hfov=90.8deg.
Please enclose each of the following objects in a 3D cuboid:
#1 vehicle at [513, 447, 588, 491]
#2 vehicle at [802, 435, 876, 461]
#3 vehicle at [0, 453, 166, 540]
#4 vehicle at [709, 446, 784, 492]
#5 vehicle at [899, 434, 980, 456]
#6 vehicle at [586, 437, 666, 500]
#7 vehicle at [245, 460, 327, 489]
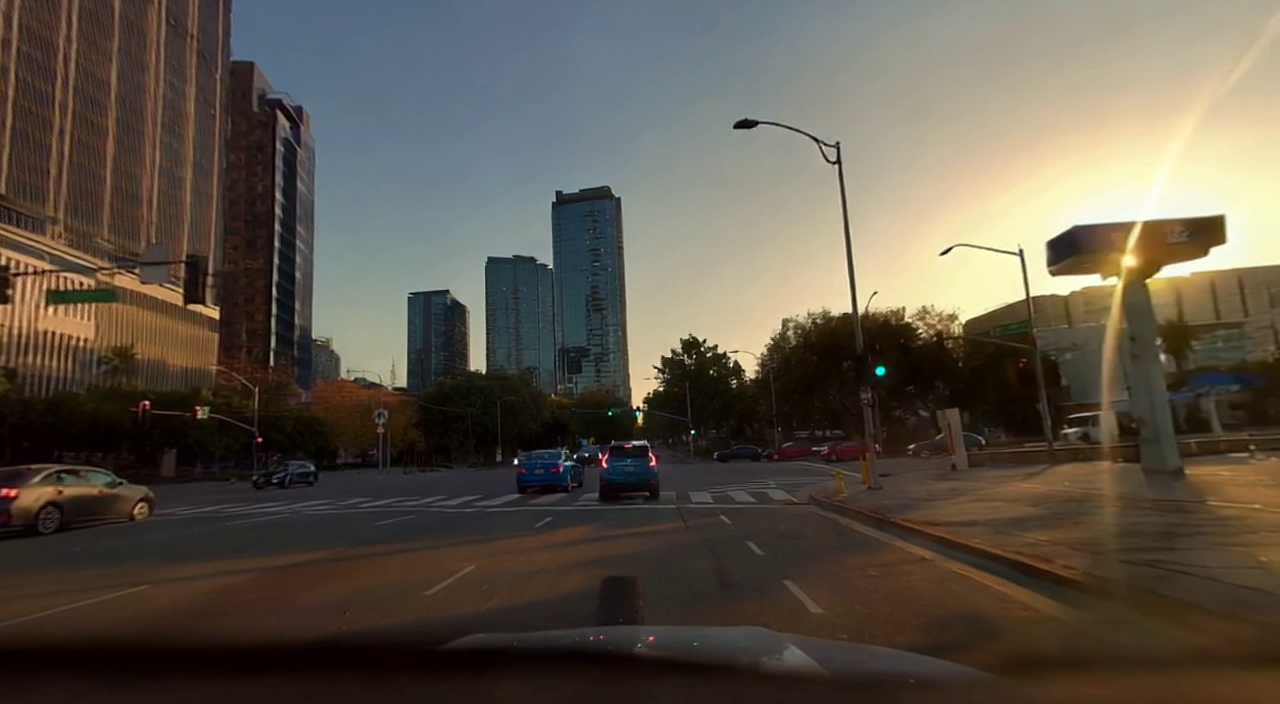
[{"bbox_3d":[-3.254,4.345,23.875,2.003,1.492,4.291,-1,-8,3],"label":"vehicle"},{"bbox_3d":[13.791,6.676,44.002,4.524,1.681,1.823,0,-8,0],"label":"vehicle"},{"bbox_3d":[-13.451,3.123,14.149,1.995,1.626,4.592,0,-8,2],"label":"vehicle"},{"bbox_3d":[3.898,4.087,22.556,1.976,1.462,4.342,-3,-9,18],"label":"vehicle"},{"bbox_3d":[20.680,6.445,43.723,4.700,1.417,1.789,-1,-8,2],"label":"vehicle"},{"bbox_3d":[-0.341,3.564,19.712,2.210,1.722,4.215,0,-8,2],"label":"vehicle"},{"bbox_3d":[-20.954,7.235,37.656,1.949,1.480,4.932,0,-8,1],"label":"vehicle"}]
